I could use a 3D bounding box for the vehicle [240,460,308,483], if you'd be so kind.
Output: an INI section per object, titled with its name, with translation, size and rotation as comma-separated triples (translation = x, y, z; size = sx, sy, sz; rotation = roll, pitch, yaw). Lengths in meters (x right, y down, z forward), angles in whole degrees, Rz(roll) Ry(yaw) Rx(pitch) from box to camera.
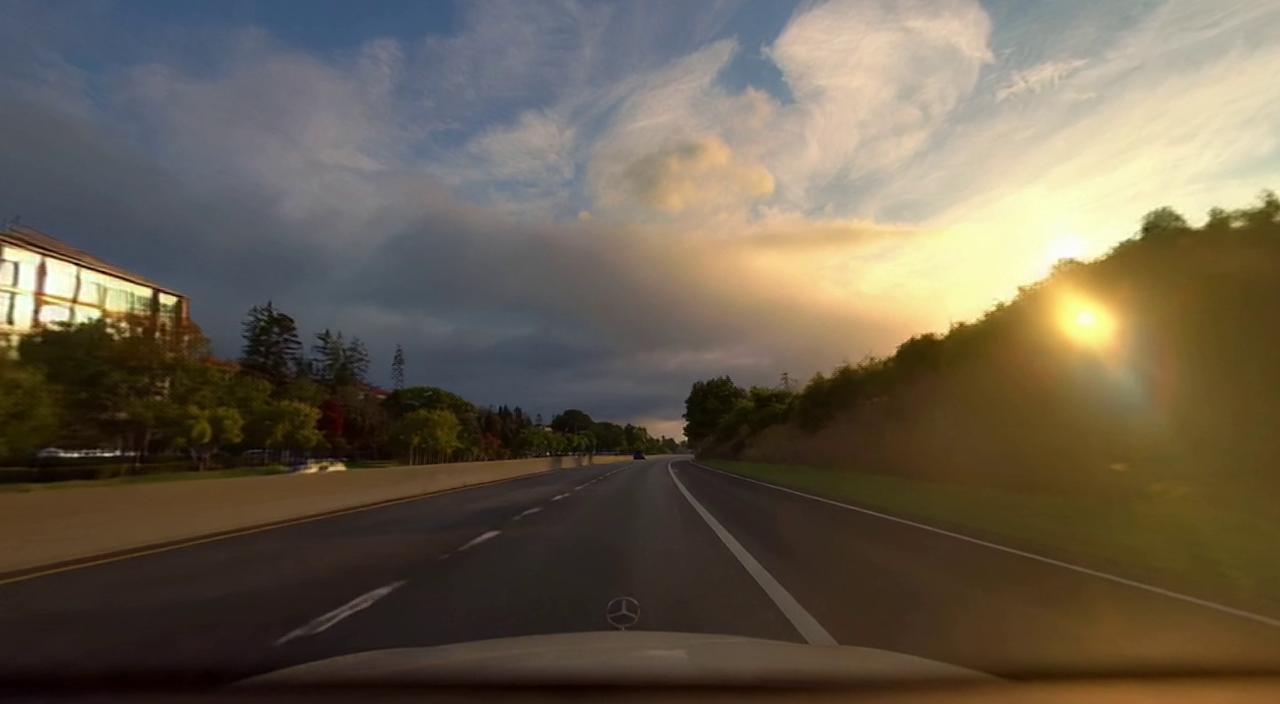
[vehicle]
translation = -28.892, 9.423, 49.920
size = 1.855, 1.606, 4.190
rotation = -5, -10, 28
